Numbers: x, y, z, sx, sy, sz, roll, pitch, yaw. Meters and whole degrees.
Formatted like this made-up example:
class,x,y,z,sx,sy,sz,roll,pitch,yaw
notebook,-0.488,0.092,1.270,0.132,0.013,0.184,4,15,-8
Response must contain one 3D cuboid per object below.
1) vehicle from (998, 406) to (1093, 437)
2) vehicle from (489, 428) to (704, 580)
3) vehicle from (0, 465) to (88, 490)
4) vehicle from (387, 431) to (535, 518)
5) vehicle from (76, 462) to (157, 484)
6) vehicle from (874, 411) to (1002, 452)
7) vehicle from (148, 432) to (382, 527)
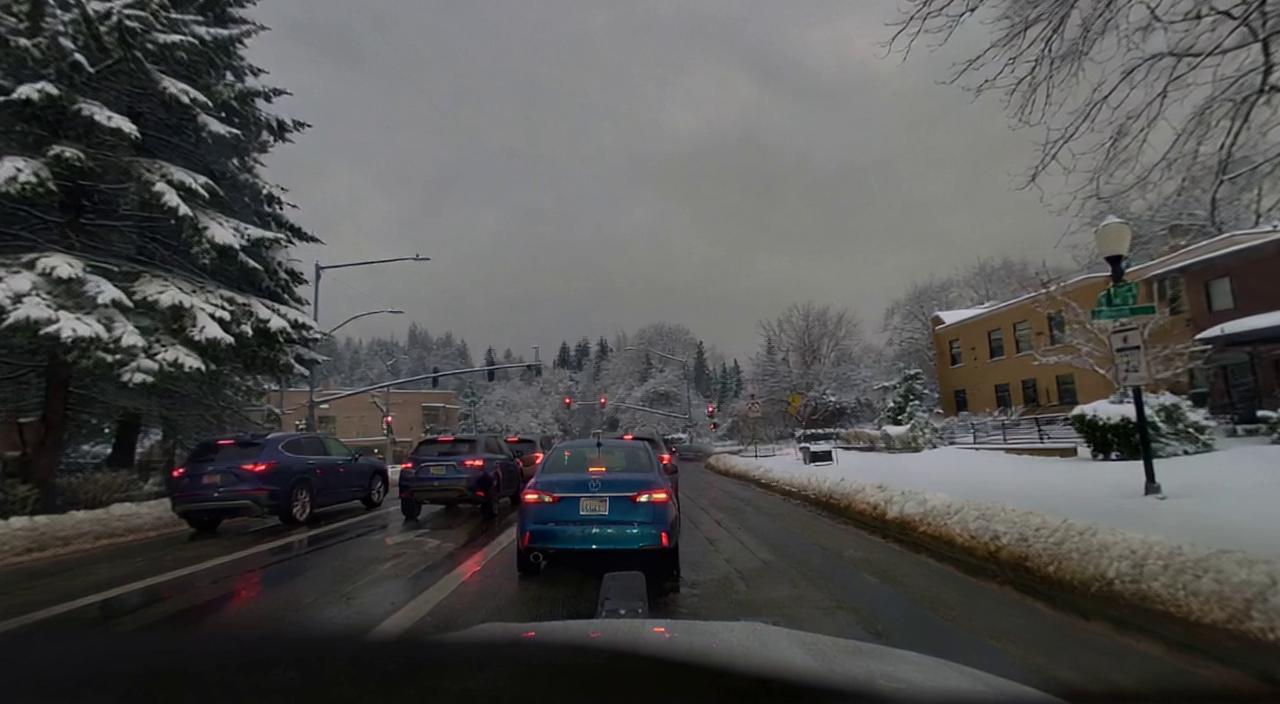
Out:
class,x,y,z,sx,sy,sz,roll,pitch,yaw
vehicle,28.630,4.948,44.848,5.333,1.880,2.130,-6,-9,25
vehicle,-0.415,1.798,8.237,2.104,1.472,3.946,0,-9,0
vehicle,-36.598,7.632,38.550,4.093,1.440,1.804,0,-9,0
vehicle,-3.623,2.561,13.641,1.969,1.570,4.019,0,-9,1
vehicle,-36.349,8.369,43.907,3.918,1.423,1.861,0,-9,-1
vehicle,13.947,3.773,29.830,4.975,1.809,1.956,0,-9,1
vehicle,-7.277,2.504,12.947,2.096,1.593,4.288,0,-9,1
